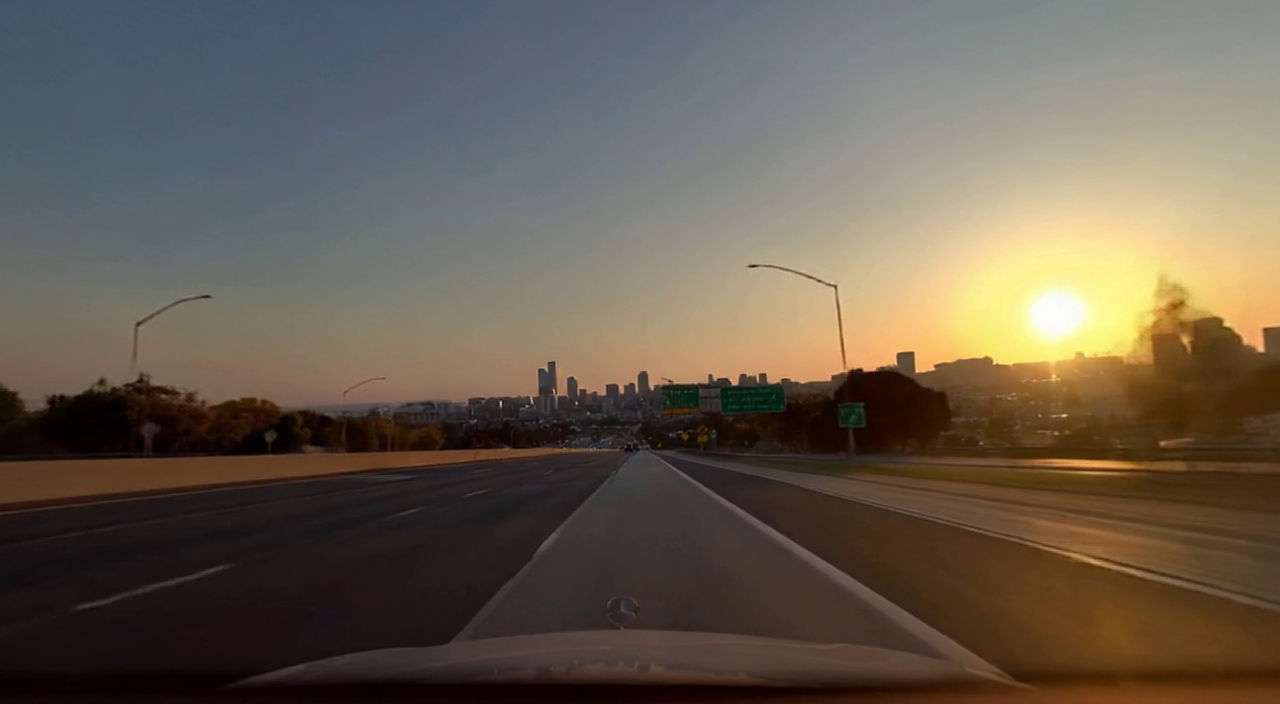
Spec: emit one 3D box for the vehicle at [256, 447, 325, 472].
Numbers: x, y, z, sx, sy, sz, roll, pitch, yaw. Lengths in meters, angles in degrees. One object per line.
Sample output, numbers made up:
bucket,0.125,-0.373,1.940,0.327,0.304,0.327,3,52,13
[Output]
vehicle,-22.702,6.970,41.084,1.836,1.517,4.426,0,-9,2
